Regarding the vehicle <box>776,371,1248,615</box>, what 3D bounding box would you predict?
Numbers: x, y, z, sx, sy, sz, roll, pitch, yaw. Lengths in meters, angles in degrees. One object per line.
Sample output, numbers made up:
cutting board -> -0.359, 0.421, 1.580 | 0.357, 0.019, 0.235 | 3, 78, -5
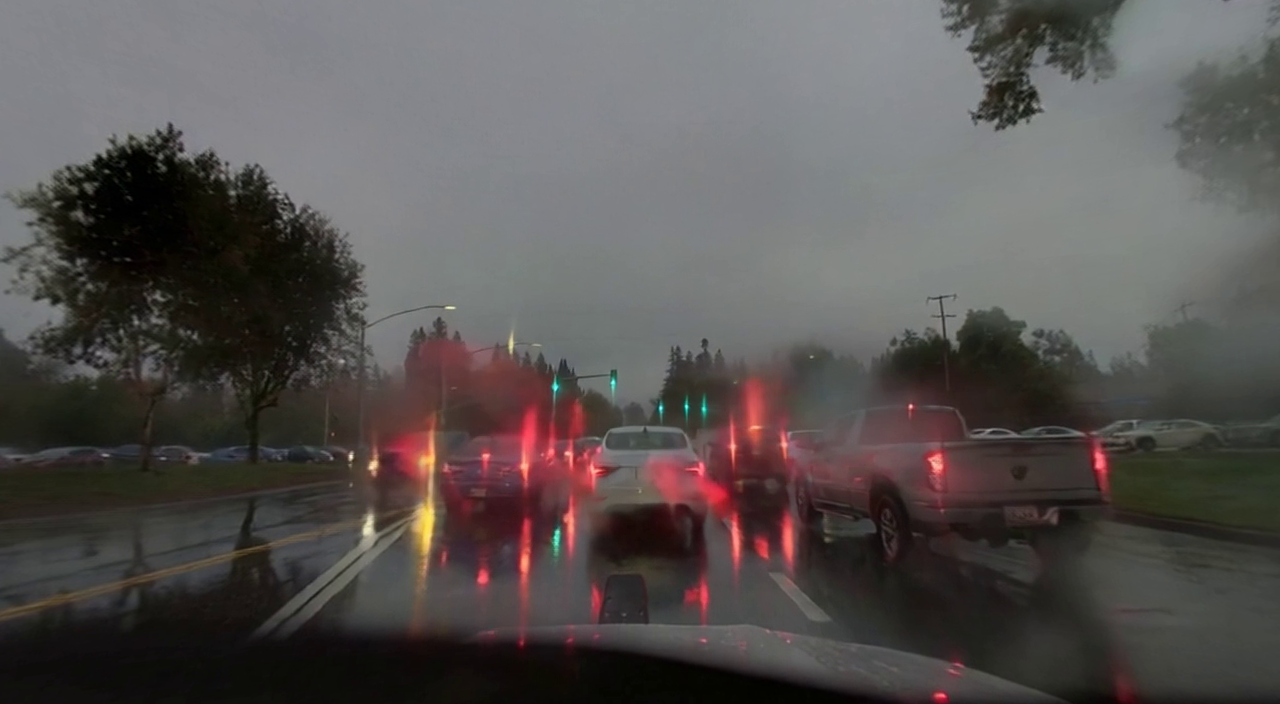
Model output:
vehicle -> 3.482, 1.509, 7.861 | 2.317, 1.857, 5.940 | 0, -8, 1

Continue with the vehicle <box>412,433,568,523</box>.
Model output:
vehicle -> -2.761, 2.431, 12.751 | 2.023, 1.494, 4.259 | 0, -8, 1

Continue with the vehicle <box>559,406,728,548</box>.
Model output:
vehicle -> 0.106, 1.862, 9.942 | 2.113, 1.768, 3.901 | 0, -8, 2
